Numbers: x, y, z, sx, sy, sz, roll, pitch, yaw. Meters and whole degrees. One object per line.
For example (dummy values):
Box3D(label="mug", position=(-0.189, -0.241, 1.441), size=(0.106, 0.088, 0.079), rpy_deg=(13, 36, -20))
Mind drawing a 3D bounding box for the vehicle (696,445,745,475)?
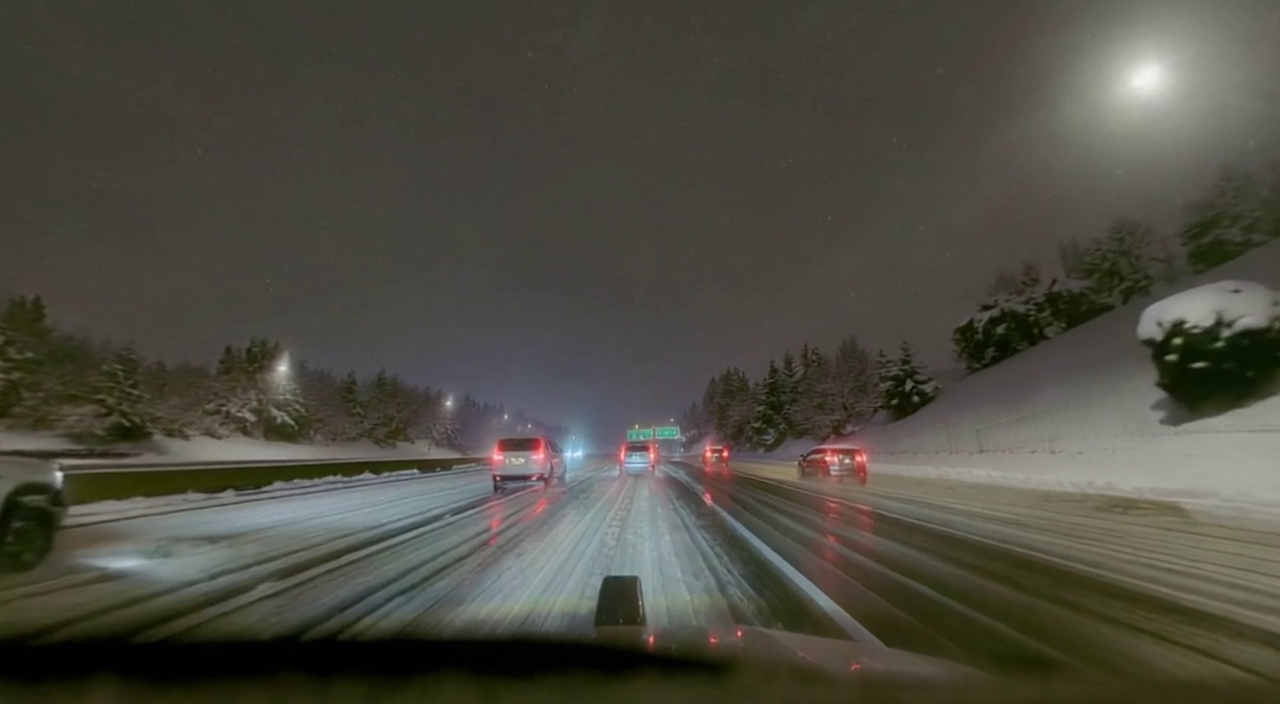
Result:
Box3D(label="vehicle", position=(4.197, 5.709, 33.485), size=(2.005, 1.456, 4.287), rpy_deg=(0, -9, 0))

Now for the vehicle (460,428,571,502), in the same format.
Box3D(label="vehicle", position=(-3.263, 3.081, 17.505), size=(2.142, 1.759, 4.297), rpy_deg=(0, -9, 1))

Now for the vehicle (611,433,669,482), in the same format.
Box3D(label="vehicle", position=(0.026, 4.485, 26.947), size=(2.270, 1.862, 4.949), rpy_deg=(0, -9, 1))

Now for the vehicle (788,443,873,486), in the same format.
Box3D(label="vehicle", position=(7.279, 4.320, 24.507), size=(1.936, 1.480, 4.373), rpy_deg=(0, -9, 0))
